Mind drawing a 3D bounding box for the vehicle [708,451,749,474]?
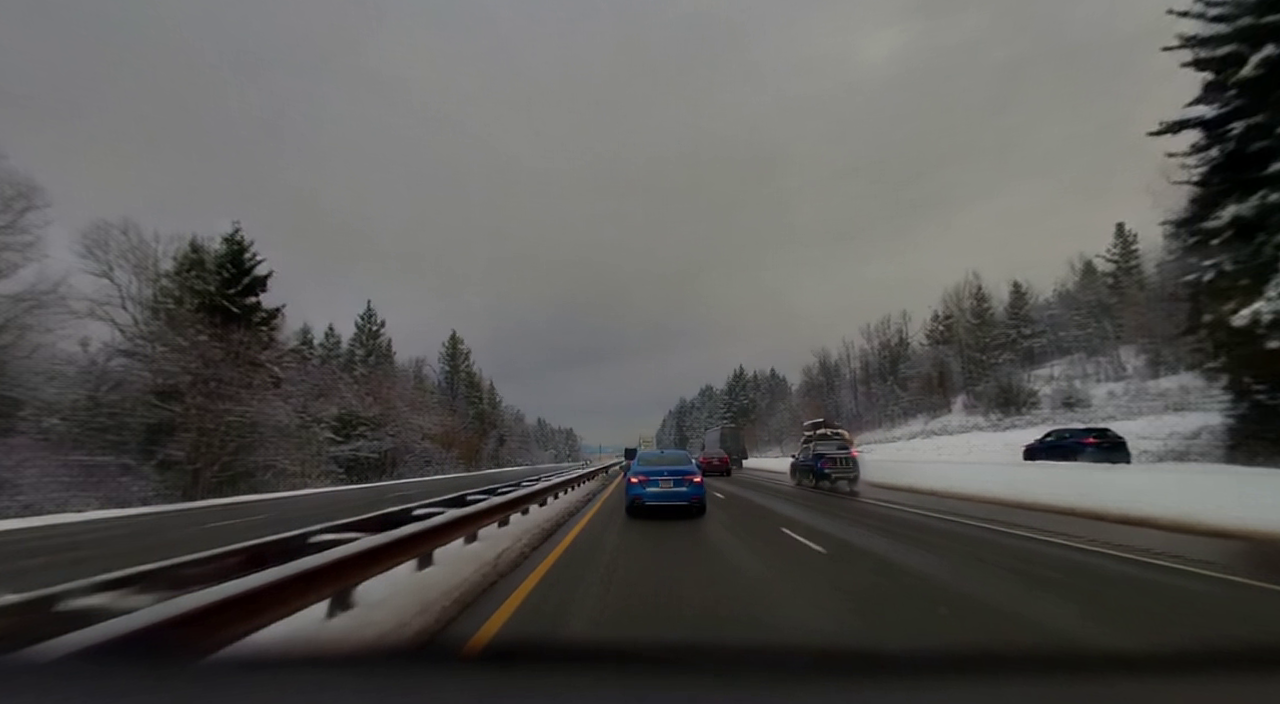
[{"bbox_3d":[5.978,7.497,43.102,2.015,1.454,4.324,0,-9,-2],"label":"vehicle"}]

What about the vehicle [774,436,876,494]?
[{"bbox_3d":[6.408,3.979,22.502,2.177,1.827,4.565,0,-9,-1],"label":"vehicle"}]

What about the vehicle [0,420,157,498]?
[{"bbox_3d":[-33.439,6.305,37.632,2.902,3.981,7.819,-3,-8,0],"label":"vehicle"}]

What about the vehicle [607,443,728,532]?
[{"bbox_3d":[0.444,2.631,12.776,2.076,1.485,3.774,0,-9,-1],"label":"vehicle"}]

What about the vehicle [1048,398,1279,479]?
[{"bbox_3d":[31.635,5.383,38.371,2.822,3.996,14.073,1,-9,-7],"label":"vehicle"}]
